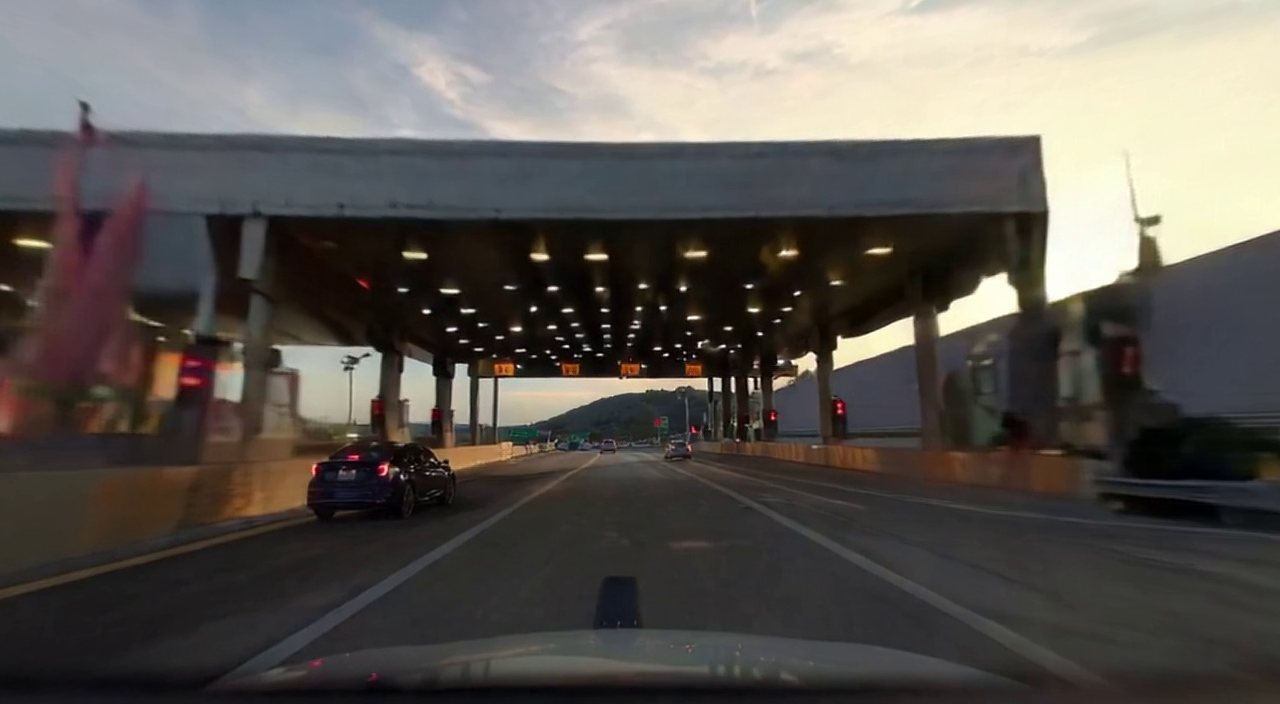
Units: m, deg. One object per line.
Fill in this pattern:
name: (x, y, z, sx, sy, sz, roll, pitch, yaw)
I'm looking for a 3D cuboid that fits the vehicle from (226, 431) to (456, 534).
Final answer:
vehicle: (-4.921, 2.188, 11.262, 1.981, 1.465, 4.334, 0, -8, 0)
